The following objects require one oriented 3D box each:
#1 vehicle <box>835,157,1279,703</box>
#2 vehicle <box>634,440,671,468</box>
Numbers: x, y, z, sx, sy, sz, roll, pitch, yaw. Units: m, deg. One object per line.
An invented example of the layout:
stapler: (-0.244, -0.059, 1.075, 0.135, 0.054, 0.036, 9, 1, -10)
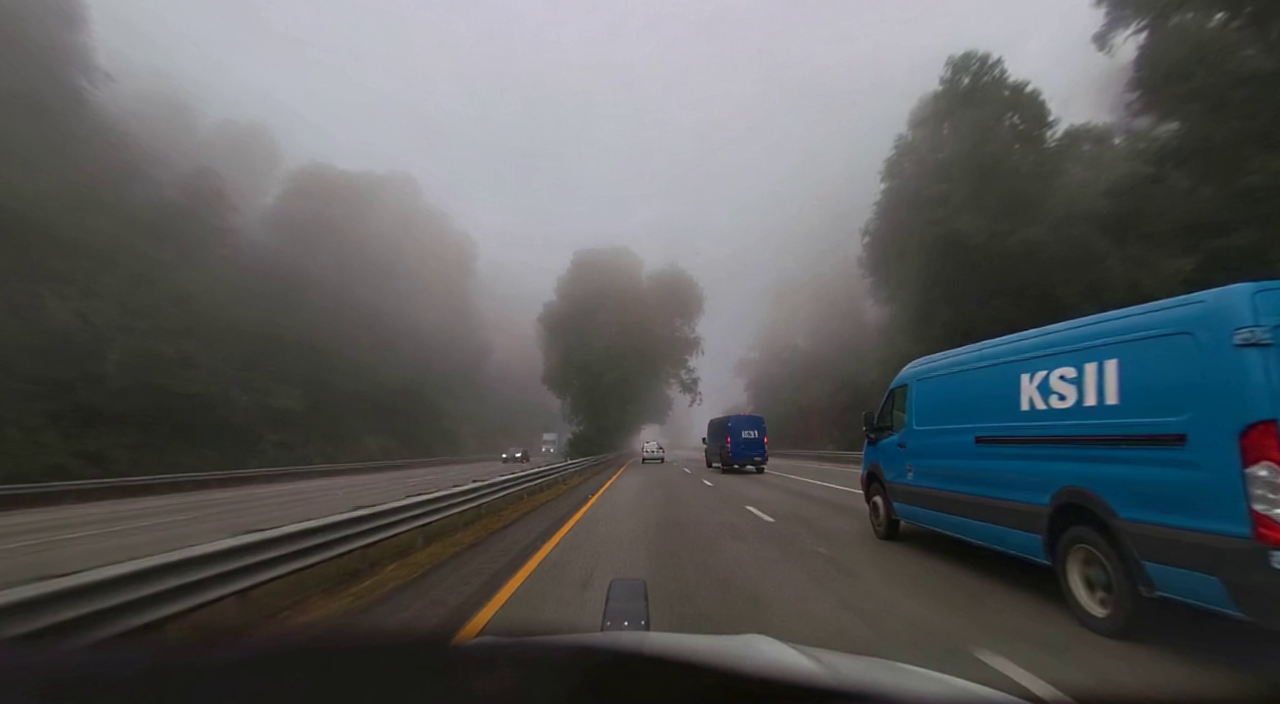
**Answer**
vehicle: (4.209, 0.901, 6.084, 2.393, 2.679, 7.059, 0, -8, 0)
vehicle: (0.777, 6.182, 38.377, 2.121, 1.590, 4.434, 0, -8, 1)
